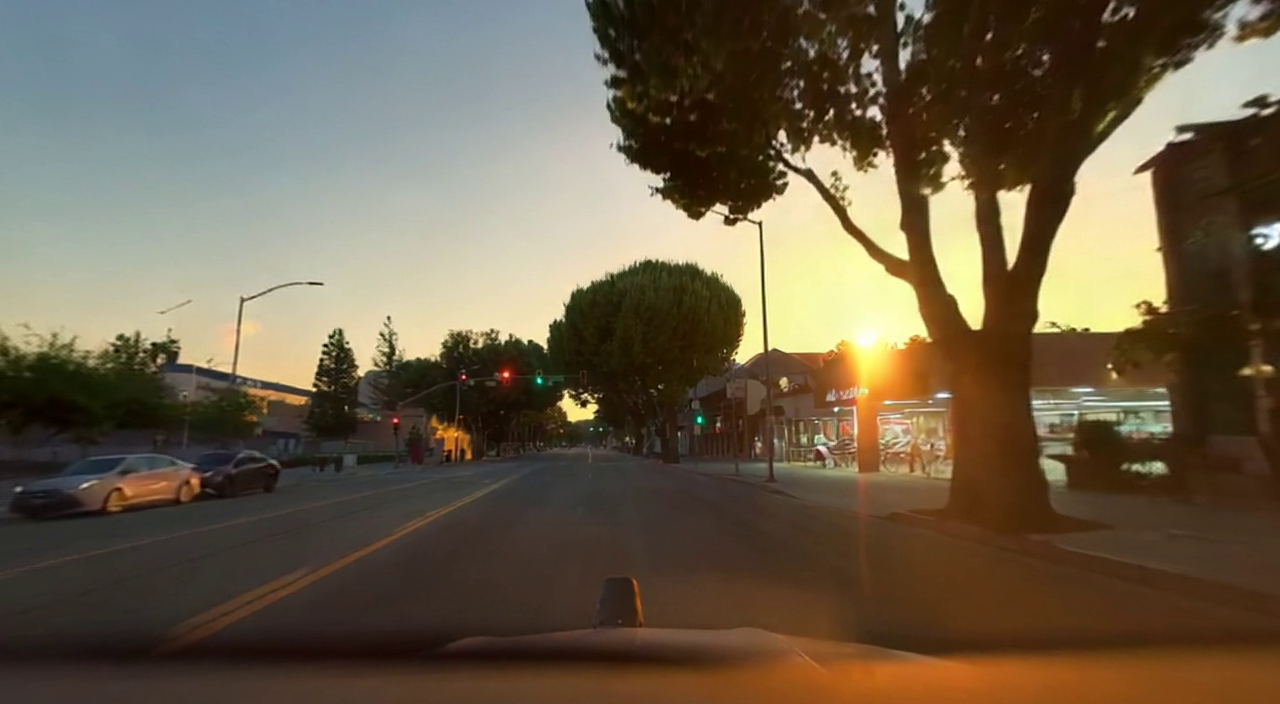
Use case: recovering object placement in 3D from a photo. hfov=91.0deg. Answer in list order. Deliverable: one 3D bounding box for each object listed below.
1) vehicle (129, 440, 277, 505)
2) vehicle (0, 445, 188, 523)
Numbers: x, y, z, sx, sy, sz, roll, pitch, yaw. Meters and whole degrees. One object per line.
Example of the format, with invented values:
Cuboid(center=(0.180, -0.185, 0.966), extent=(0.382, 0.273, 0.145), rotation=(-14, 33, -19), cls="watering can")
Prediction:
Cuboid(center=(-14.047, 3.888, 20.627), extent=(1.944, 1.742, 4.507), rotation=(-3, -9, -5), cls="vehicle")
Cuboid(center=(-13.736, 3.216, 15.971), extent=(1.923, 1.706, 3.802), rotation=(1, -8, -6), cls="vehicle")
